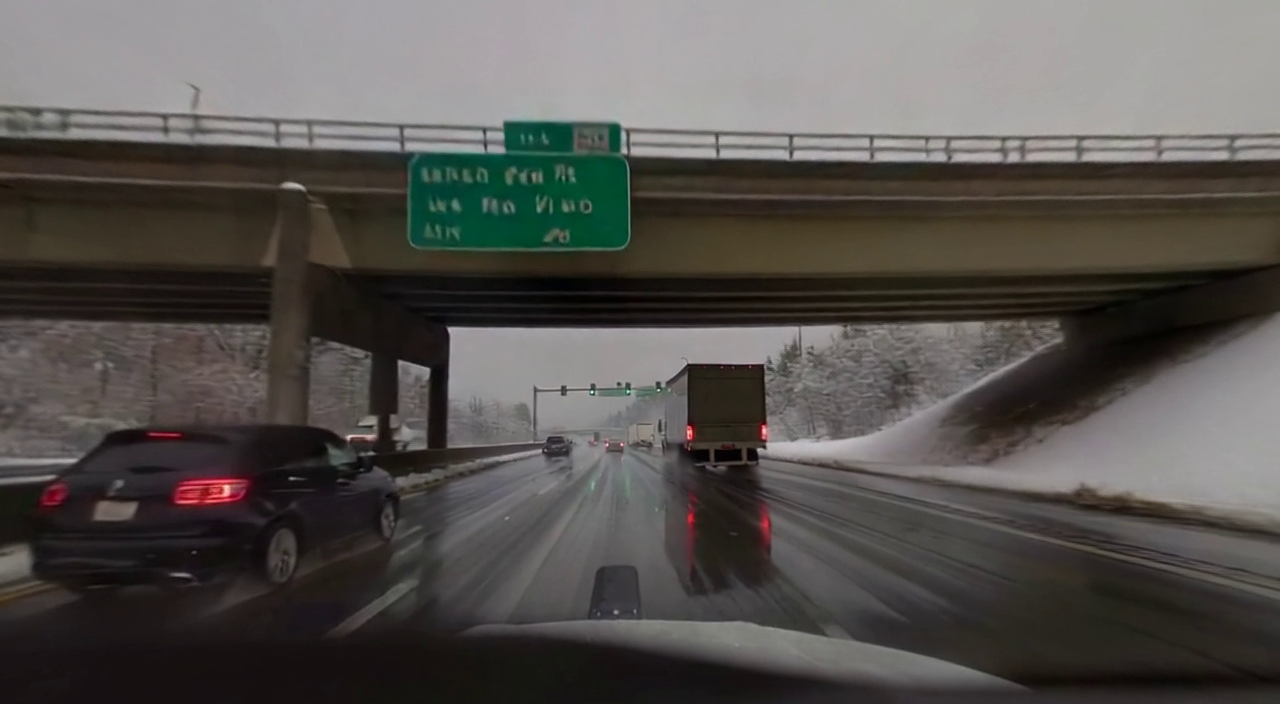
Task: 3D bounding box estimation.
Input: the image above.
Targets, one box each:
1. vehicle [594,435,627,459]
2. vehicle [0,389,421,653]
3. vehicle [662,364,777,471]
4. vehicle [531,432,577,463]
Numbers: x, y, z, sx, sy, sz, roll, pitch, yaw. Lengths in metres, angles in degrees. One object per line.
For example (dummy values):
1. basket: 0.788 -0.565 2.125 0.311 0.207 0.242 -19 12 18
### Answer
1. vehicle: -2.012 6.401 42.473 2.125 1.542 3.816 0 -8 -4
2. vehicle: -4.042 1.382 6.245 2.213 1.650 4.403 0 -8 -1
3. vehicle: 3.249 3.450 30.796 3.301 4.034 13.722 0 -8 -2
4. vehicle: -5.226 5.861 38.834 2.377 1.747 4.703 0 -8 -3
